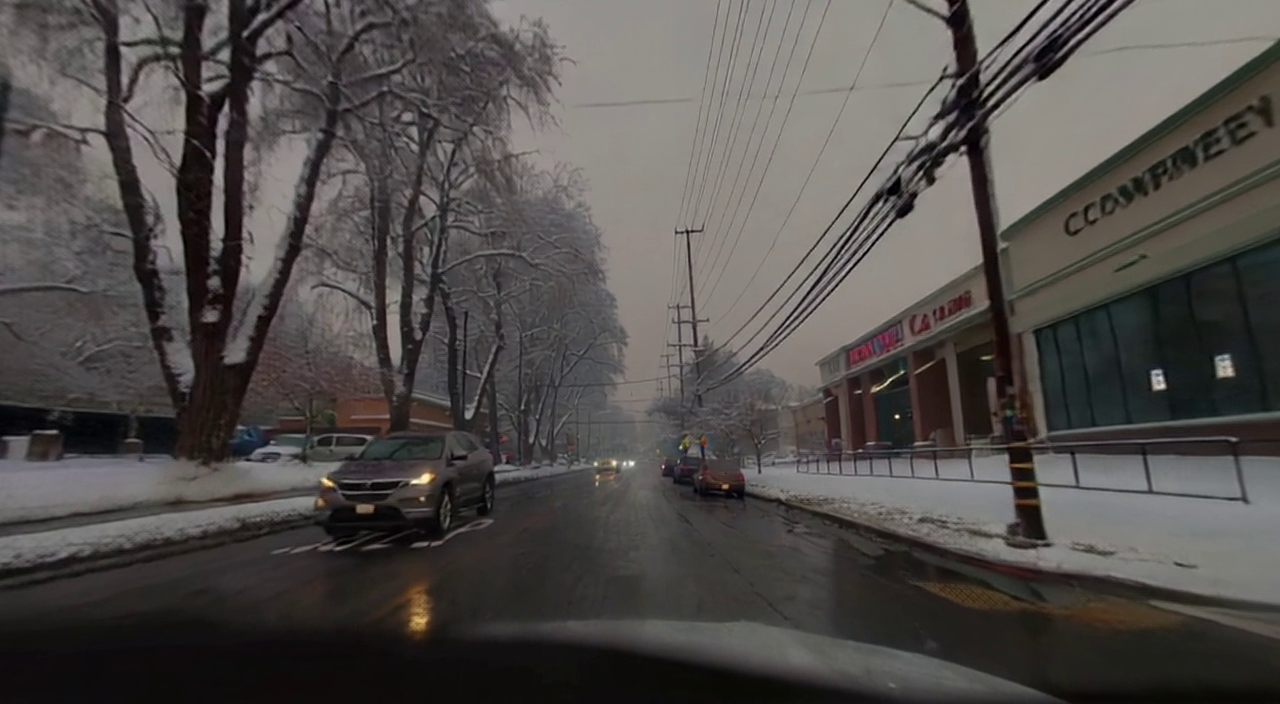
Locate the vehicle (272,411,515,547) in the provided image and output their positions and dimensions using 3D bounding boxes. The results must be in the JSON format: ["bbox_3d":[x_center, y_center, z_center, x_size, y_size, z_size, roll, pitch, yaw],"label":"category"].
[{"bbox_3d":[-4.089,2.212,11.718,2.495,1.966,4.846,0,-8,0],"label":"vehicle"}]

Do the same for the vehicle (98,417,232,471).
[{"bbox_3d":[-24.422,4.791,32.916,2.288,2.514,5.886,0,-8,1],"label":"vehicle"}]

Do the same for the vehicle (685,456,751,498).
[{"bbox_3d":[2.902,4.744,24.319,1.877,1.373,3.854,0,-8,-2],"label":"vehicle"}]

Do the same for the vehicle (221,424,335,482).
[{"bbox_3d":[-18.494,5.120,32.754,2.256,2.668,5.979,-1,-7,2],"label":"vehicle"}]
